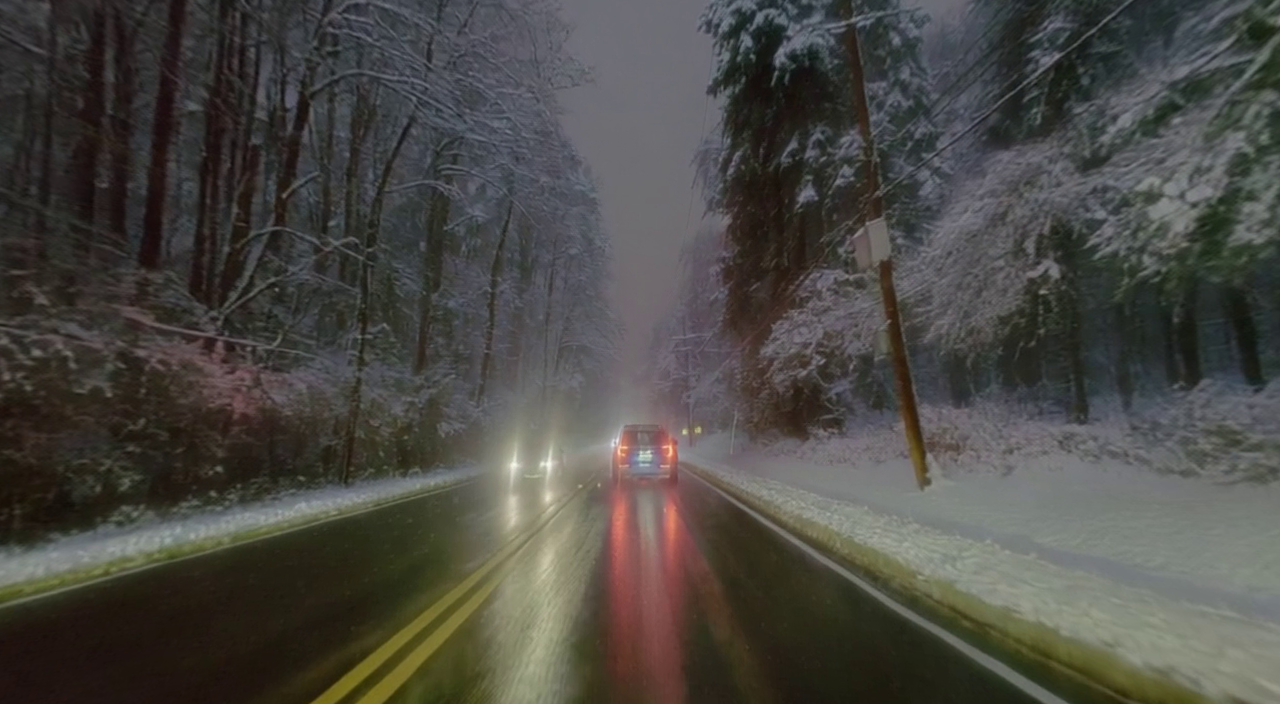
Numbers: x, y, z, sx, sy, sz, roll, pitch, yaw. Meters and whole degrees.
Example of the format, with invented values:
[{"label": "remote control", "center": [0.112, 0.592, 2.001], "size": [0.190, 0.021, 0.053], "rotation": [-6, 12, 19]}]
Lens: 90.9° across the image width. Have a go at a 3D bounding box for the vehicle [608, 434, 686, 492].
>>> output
[{"label": "vehicle", "center": [0.172, 3.237, 18.689], "size": [2.081, 1.503, 3.726], "rotation": [0, -8, -1]}]
